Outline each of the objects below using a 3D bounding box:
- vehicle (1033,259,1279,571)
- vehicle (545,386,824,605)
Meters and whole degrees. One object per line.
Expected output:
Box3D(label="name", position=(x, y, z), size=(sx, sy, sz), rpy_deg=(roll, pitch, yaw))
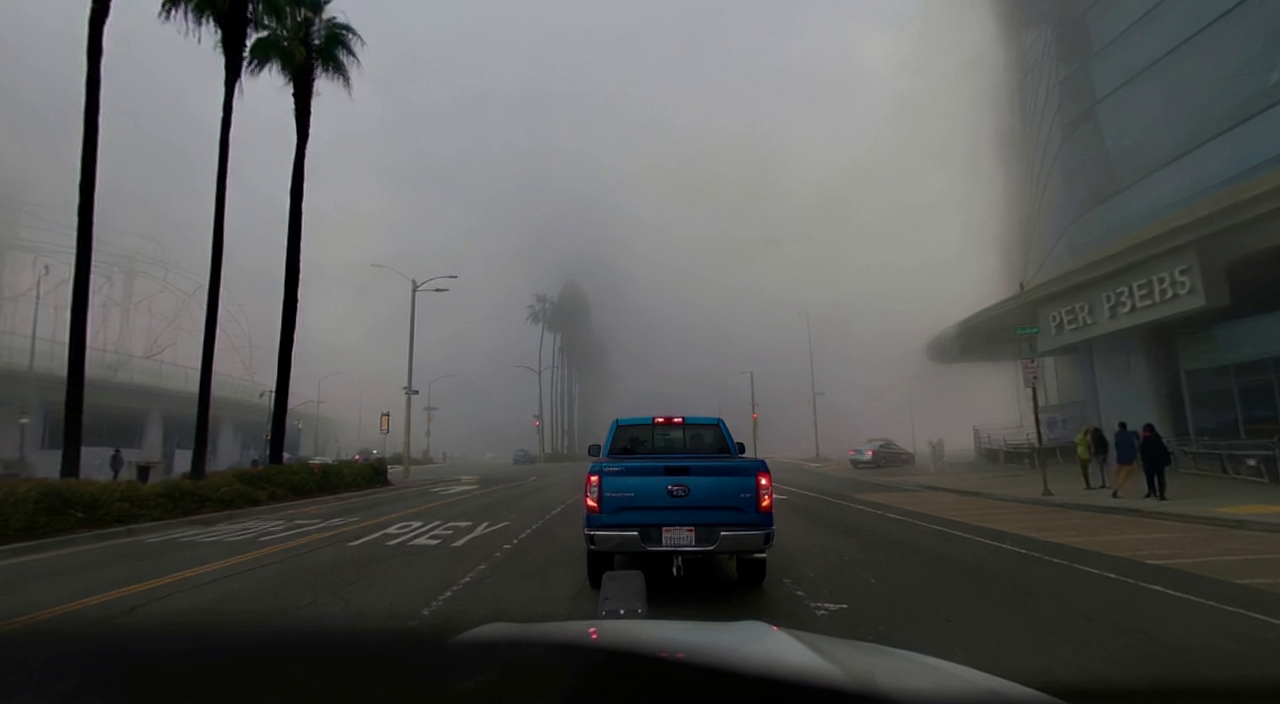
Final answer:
Box3D(label="vehicle", position=(7.850, 0.851, 8.559), size=(2.666, 3.345, 3.622), rpy_deg=(-4, -9, 7))
Box3D(label="vehicle", position=(0.415, 1.584, 7.969), size=(2.311, 1.819, 5.255), rpy_deg=(0, -8, 1))
